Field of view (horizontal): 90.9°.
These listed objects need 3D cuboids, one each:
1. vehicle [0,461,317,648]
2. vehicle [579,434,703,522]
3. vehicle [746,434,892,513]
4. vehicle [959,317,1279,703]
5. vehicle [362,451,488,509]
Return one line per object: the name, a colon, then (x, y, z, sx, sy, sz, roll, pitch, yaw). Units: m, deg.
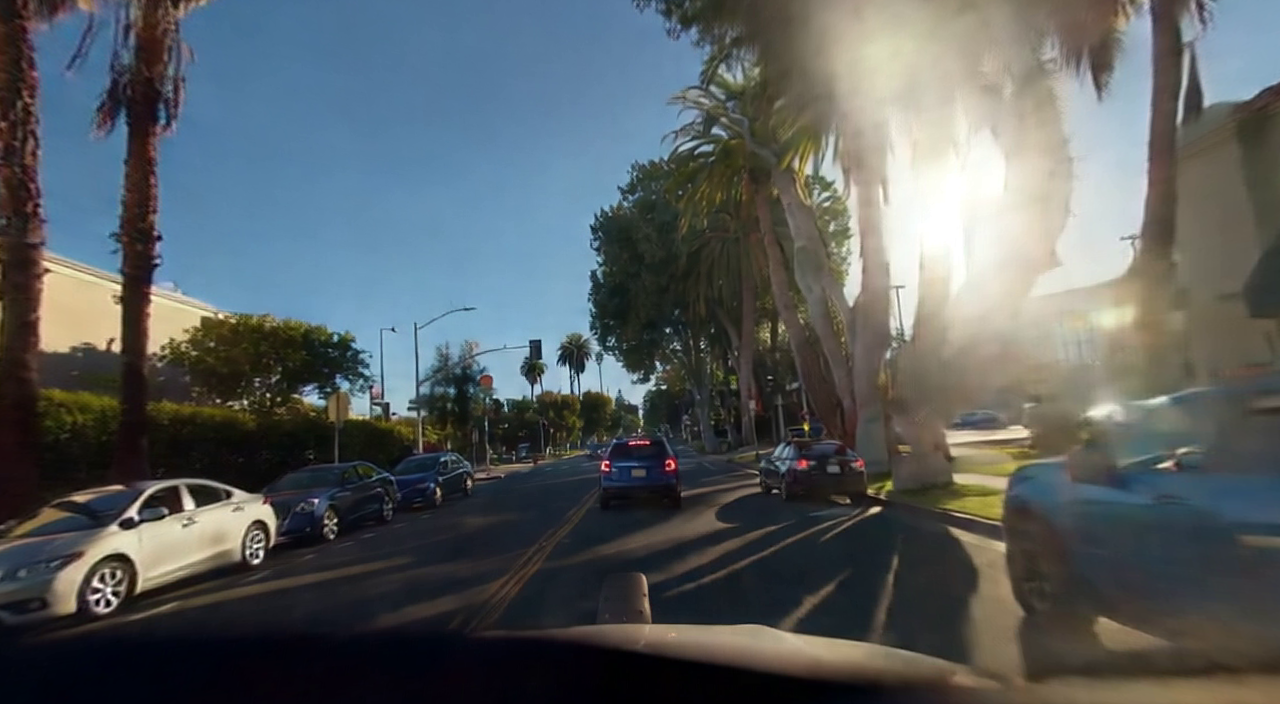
vehicle: (-6.138, 2.166, 7.810, 1.850, 1.482, 4.454, 0, -8, 1)
vehicle: (-0.005, 2.410, 12.647, 2.060, 1.452, 4.078, 0, -8, 0)
vehicle: (3.604, 2.518, 13.637, 1.821, 1.417, 4.454, 0, -8, 0)
vehicle: (3.622, 0.753, 2.503, 2.099, 1.786, 5.198, 0, -8, 2)
vehicle: (-6.317, 3.804, 19.243, 2.105, 1.469, 4.693, 0, -8, 2)
